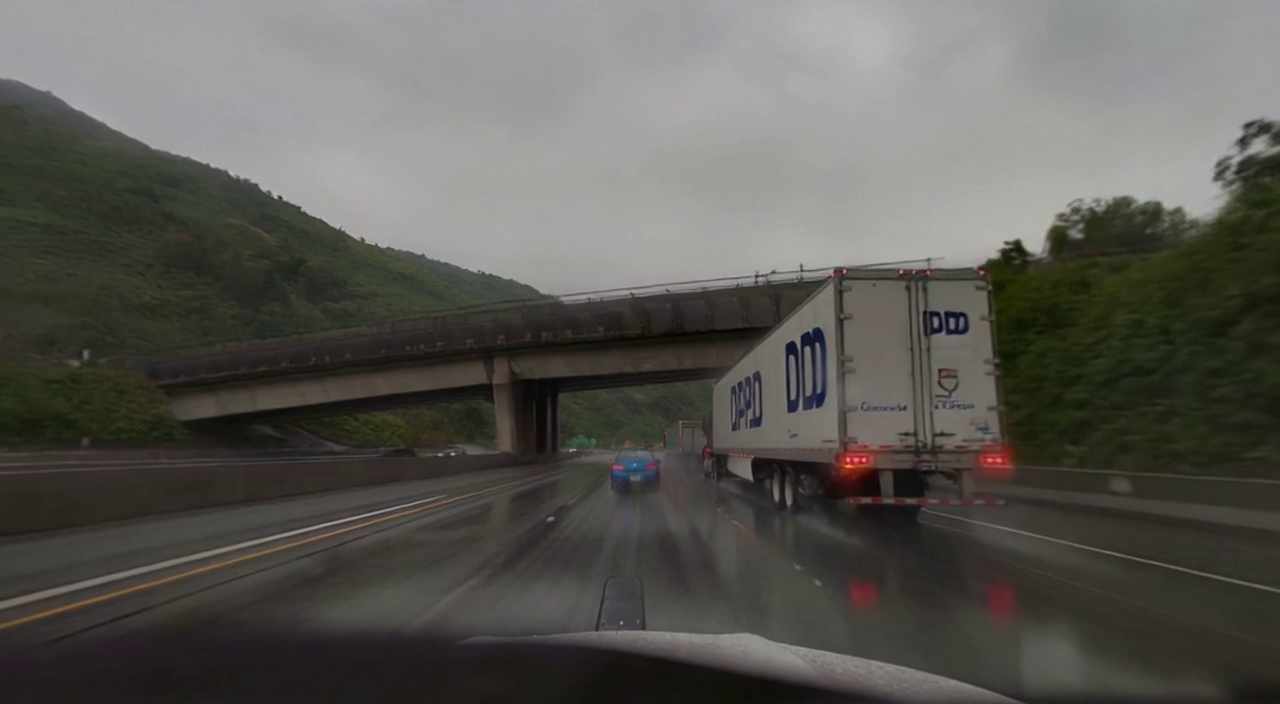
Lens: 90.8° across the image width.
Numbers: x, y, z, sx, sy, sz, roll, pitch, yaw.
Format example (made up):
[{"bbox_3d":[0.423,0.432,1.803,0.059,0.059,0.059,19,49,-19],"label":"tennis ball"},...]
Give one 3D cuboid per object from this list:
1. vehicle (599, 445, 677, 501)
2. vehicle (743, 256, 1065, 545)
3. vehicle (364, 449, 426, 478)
[{"bbox_3d":[-0.066,3.447,18.305,2.029,1.437,3.794,0,-9,0],"label":"vehicle"},{"bbox_3d":[4.217,1.241,12.742,2.802,3.956,8.291,0,-9,0],"label":"vehicle"},{"bbox_3d":[-14.576,6.639,37.831,1.864,1.639,4.400,0,-9,1],"label":"vehicle"}]
